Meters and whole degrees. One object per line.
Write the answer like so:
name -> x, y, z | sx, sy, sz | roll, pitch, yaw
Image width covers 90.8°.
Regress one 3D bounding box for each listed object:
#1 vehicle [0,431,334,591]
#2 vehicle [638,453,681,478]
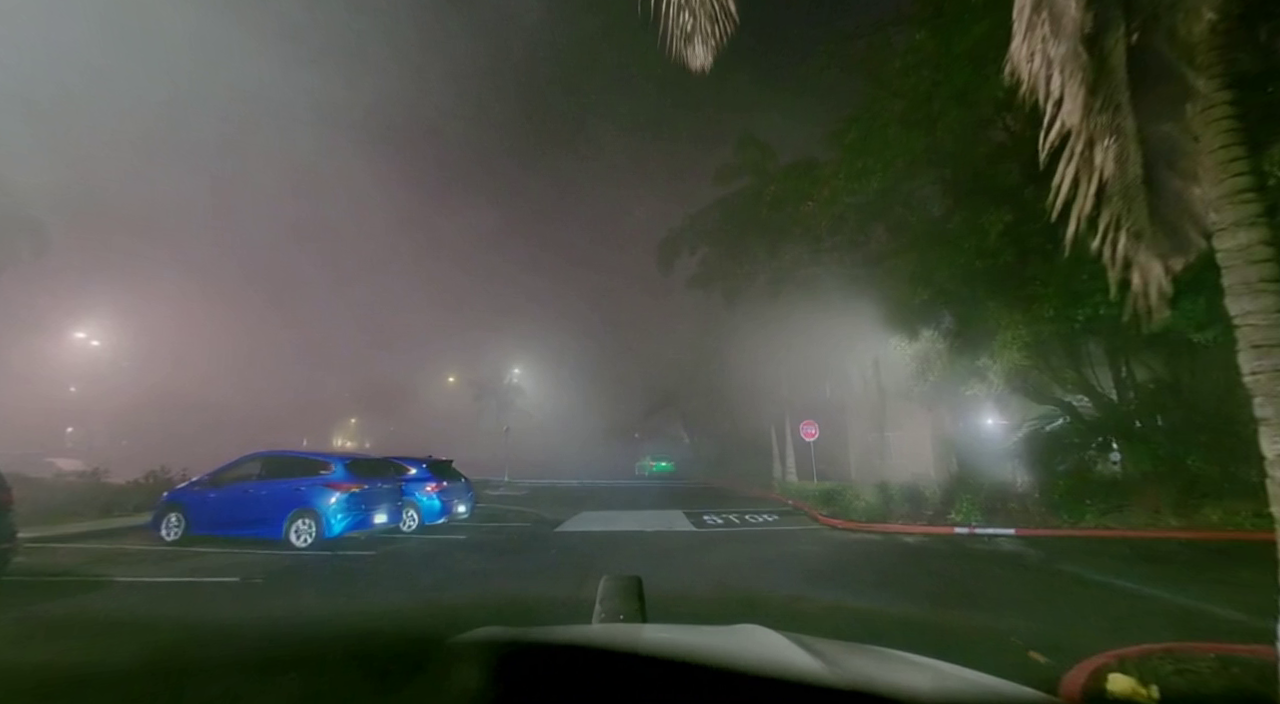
vehicle -> -7.020, 2.014, 8.692 | 4.416, 1.636, 2.206 | 2, -9, 9
vehicle -> 1.381, 8.371, 46.826 | 2.071, 1.700, 4.367 | 2, -9, -14
